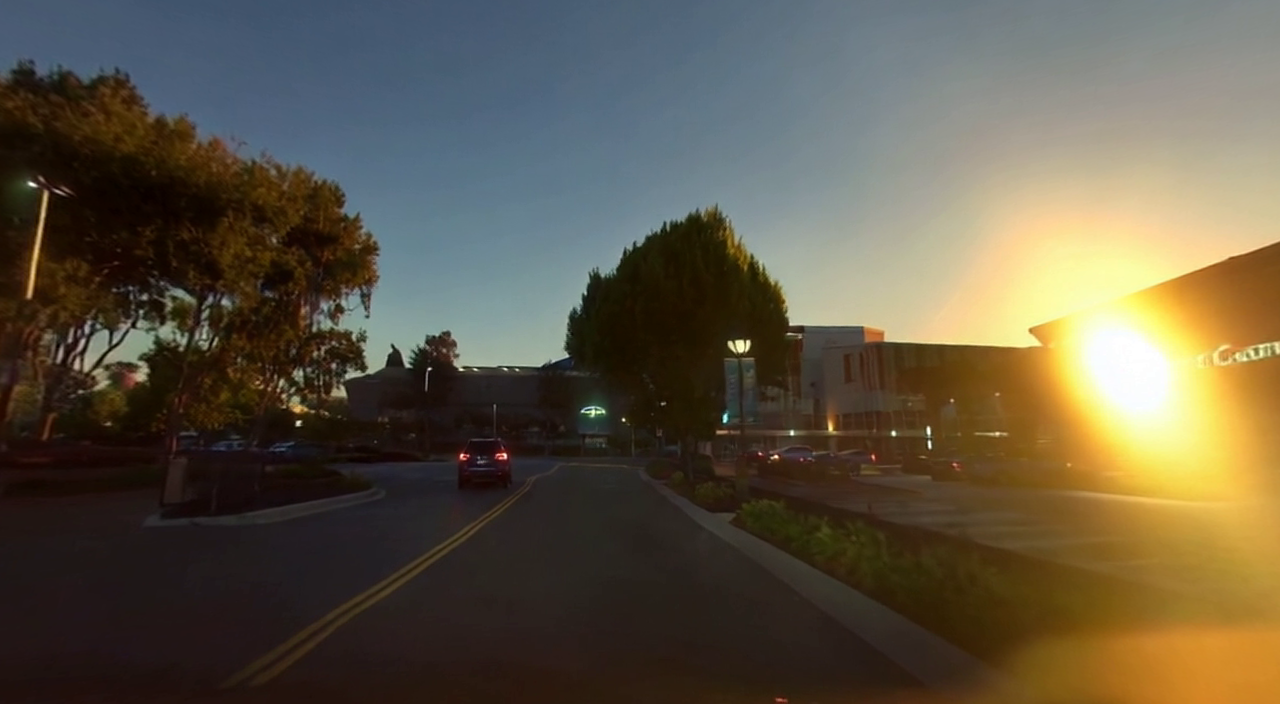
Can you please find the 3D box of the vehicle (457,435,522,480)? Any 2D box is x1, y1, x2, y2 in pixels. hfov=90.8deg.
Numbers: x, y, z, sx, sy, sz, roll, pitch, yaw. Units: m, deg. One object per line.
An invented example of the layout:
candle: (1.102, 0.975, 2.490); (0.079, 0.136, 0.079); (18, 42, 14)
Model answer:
vehicle: (-6.598, 4.663, 28.239); (2.180, 1.806, 4.541); (1, -8, -5)
